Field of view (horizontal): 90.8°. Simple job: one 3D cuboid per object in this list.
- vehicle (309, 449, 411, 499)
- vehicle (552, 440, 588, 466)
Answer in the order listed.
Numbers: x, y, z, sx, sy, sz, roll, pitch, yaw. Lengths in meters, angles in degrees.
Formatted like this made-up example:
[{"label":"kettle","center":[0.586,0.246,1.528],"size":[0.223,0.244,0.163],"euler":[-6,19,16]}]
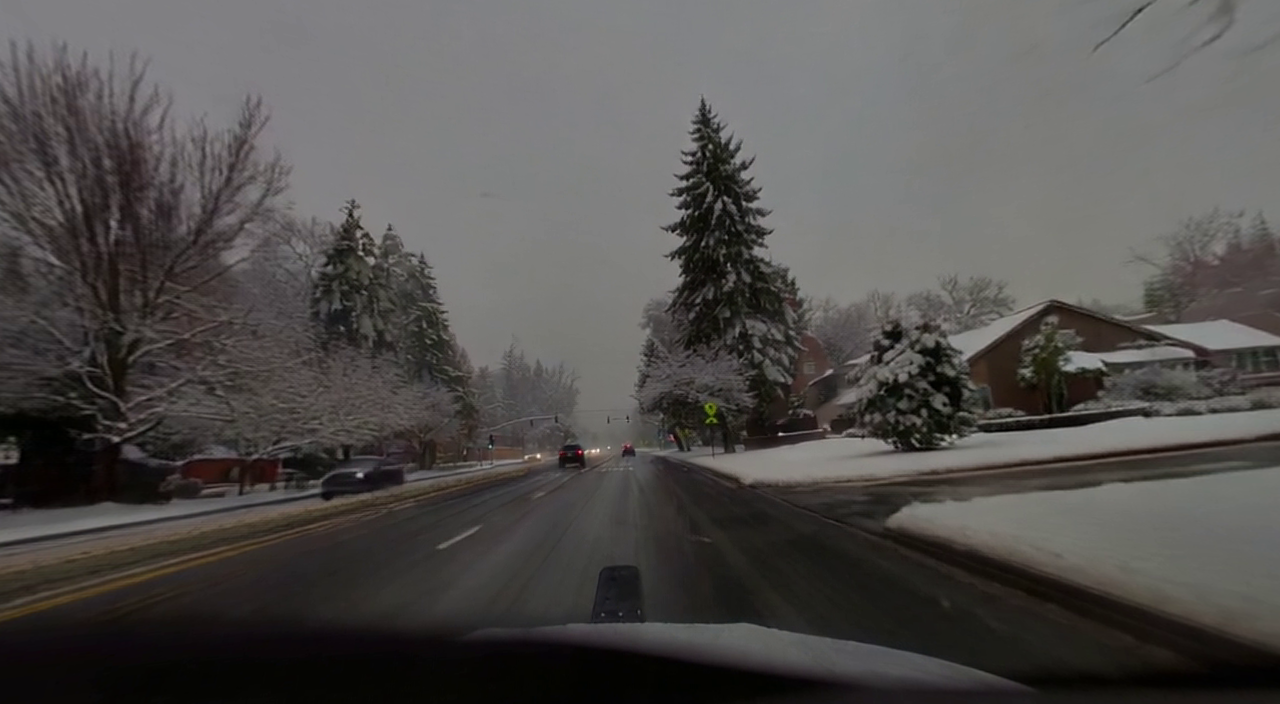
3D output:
[{"label":"vehicle","center":[-11.079,4.822,25.385],"size":[2.121,1.769,4.359],"euler":[0,-8,-1]},{"label":"vehicle","center":[-4.877,7.123,44.661],"size":[2.065,1.714,4.272],"euler":[0,-8,0]}]
